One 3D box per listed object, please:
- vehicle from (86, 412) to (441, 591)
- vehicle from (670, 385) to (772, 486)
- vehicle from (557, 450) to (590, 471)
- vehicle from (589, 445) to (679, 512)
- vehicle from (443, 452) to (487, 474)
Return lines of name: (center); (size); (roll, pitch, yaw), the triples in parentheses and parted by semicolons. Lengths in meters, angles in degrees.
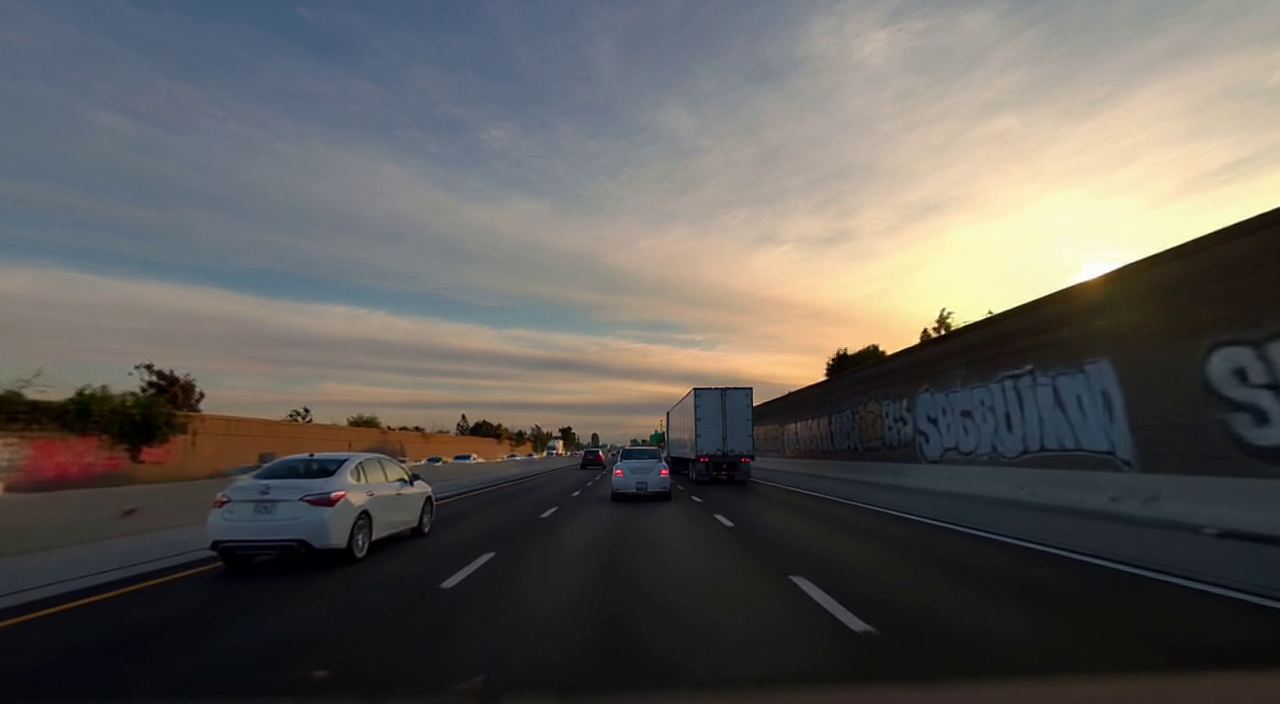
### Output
vehicle: (-4.491, 1.837, 8.657); (1.988, 1.750, 4.711); (0, -9, 0)
vehicle: (3.580, 4.400, 32.372); (2.902, 4.014, 14.446); (0, -9, -2)
vehicle: (-4.967, 8.164, 47.514); (2.067, 1.481, 4.085); (0, -9, 0)
vehicle: (-0.182, 3.166, 16.225); (2.033, 1.468, 4.015); (0, -9, -1)
vehicle: (-12.726, 8.060, 45.891); (1.946, 1.474, 4.374); (-1, -9, 0)
